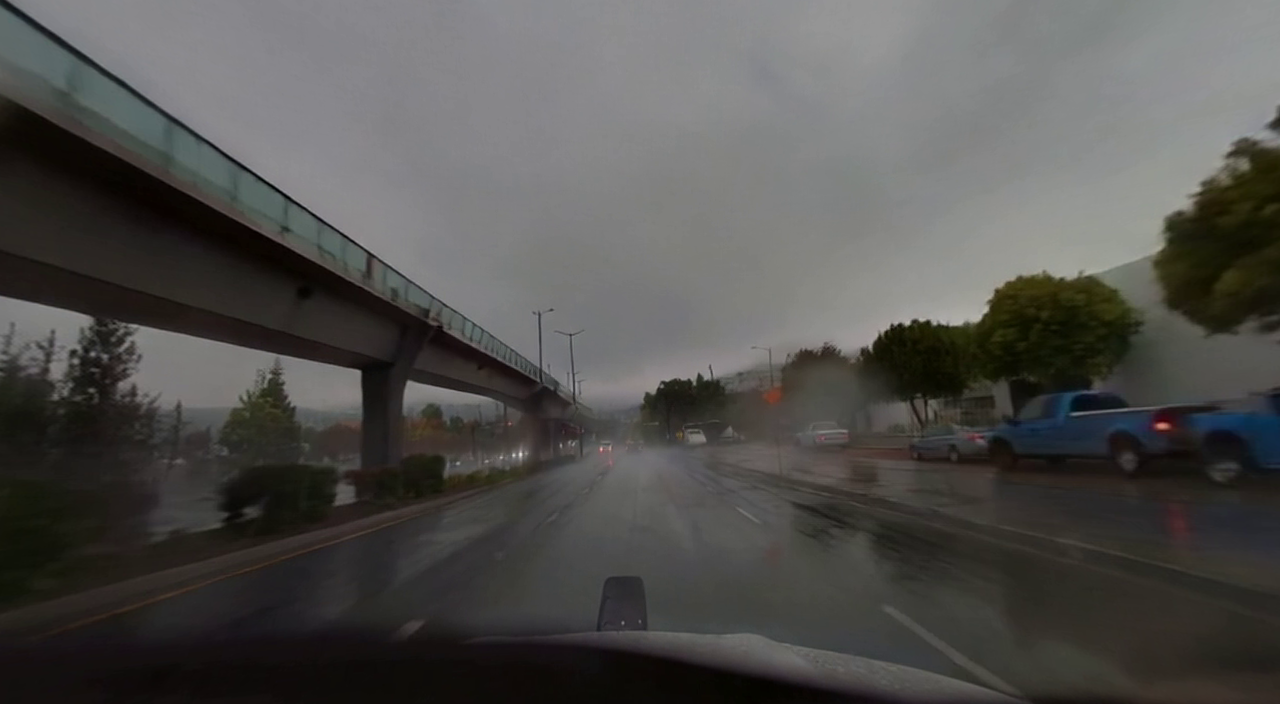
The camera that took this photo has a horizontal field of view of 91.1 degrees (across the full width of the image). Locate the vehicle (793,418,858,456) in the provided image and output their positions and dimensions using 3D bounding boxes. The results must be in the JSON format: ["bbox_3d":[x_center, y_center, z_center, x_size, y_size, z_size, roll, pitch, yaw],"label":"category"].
[{"bbox_3d":[10.654,4.966,36.428,2.244,1.866,4.603,-6,-8,0],"label":"vehicle"}]

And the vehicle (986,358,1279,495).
[{"bbox_3d":[10.472,1.635,13.554,2.287,1.953,5.796,-11,-8,-3],"label":"vehicle"}]
